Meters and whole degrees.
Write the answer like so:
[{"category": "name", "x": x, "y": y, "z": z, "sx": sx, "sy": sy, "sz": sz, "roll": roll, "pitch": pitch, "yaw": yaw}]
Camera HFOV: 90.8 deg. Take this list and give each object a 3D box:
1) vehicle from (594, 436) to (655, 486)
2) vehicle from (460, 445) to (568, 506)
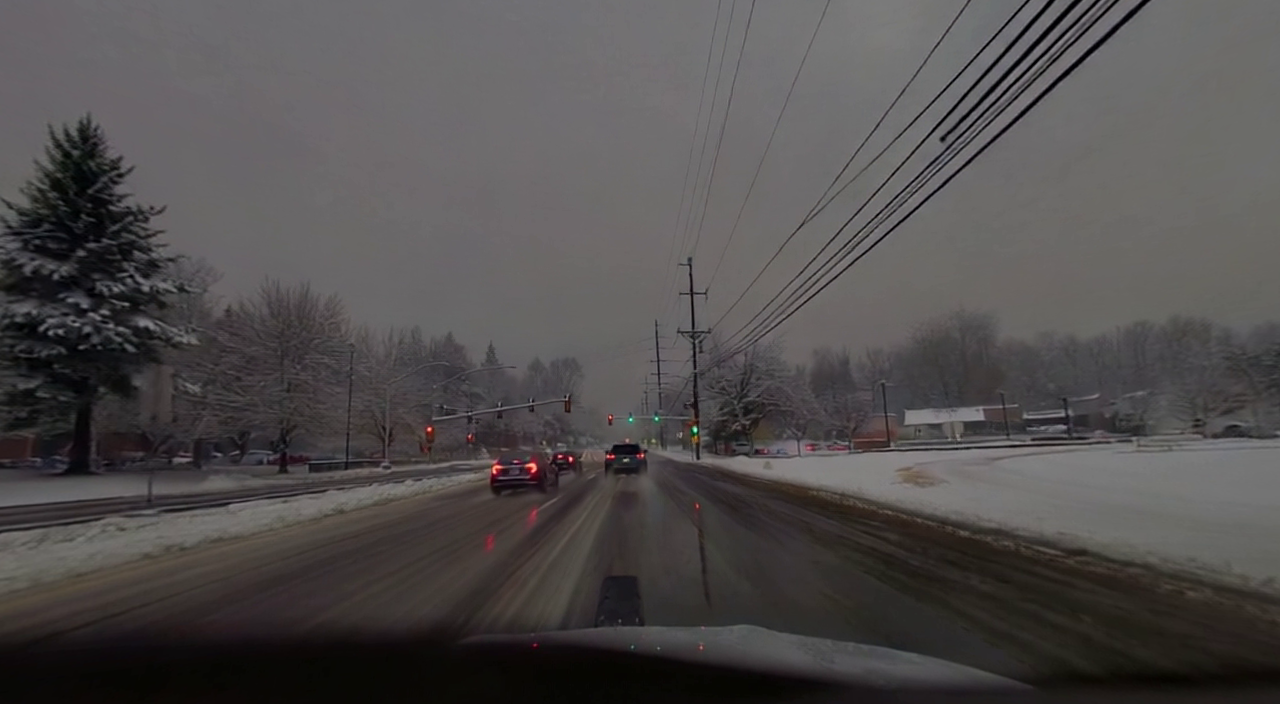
[{"category": "vehicle", "x": -0.581, "y": 4.381, "z": 25.688, "sx": 2.276, "sy": 1.850, "sz": 3.897, "roll": 0, "pitch": -8, "yaw": 0}, {"category": "vehicle", "x": -3.368, "y": 3.384, "z": 17.818, "sx": 2.064, "sy": 1.464, "sz": 4.373, "roll": 0, "pitch": -8, "yaw": 1}]
